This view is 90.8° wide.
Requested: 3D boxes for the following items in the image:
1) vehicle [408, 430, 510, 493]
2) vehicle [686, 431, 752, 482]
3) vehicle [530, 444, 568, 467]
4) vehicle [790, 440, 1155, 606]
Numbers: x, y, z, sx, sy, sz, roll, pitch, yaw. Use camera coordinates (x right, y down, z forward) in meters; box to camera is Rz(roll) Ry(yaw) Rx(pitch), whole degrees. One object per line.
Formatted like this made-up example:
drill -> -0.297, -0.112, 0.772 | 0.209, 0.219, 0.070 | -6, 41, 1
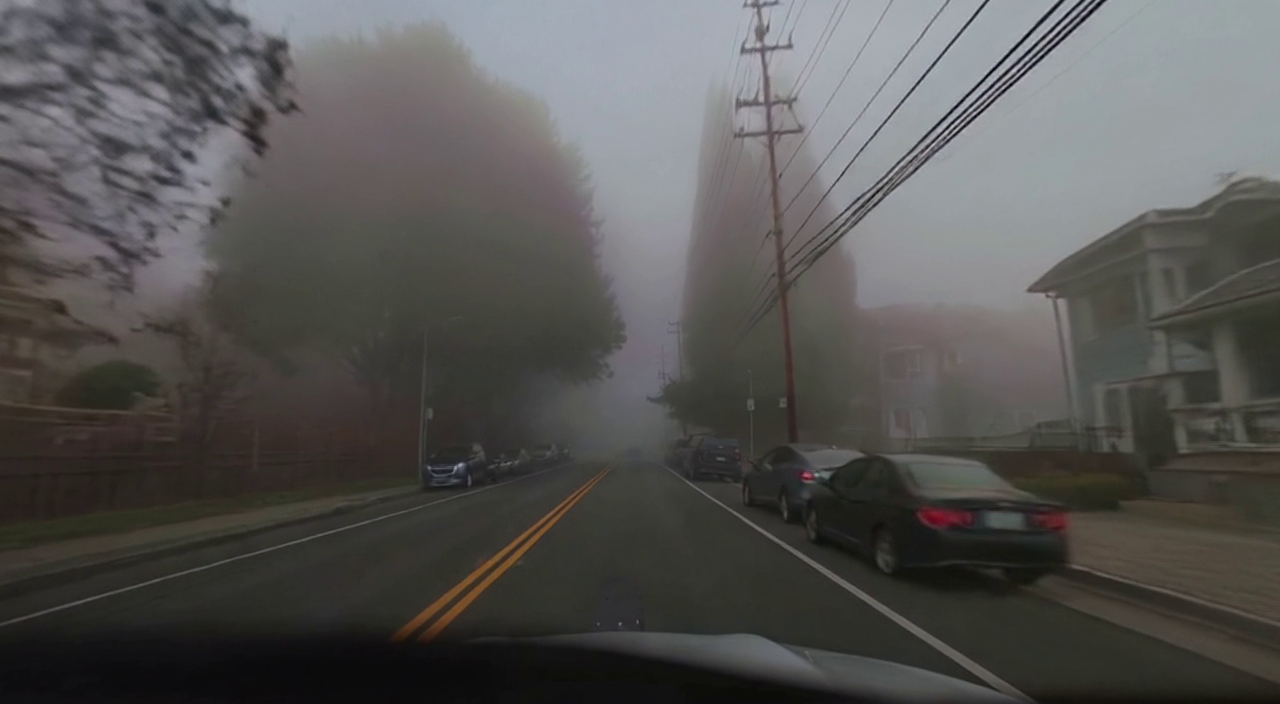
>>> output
vehicle -> -6.749, 4.092, 24.285 | 2.451, 2.099, 5.112 | -1, -7, -1
vehicle -> 3.229, 4.402, 26.965 | 2.065, 1.953, 5.359 | 0, -8, -1
vehicle -> -6.920, 7.938, 48.604 | 2.084, 1.573, 4.599 | -2, -7, 2
vehicle -> 3.347, 1.772, 7.589 | 1.967, 1.382, 4.361 | 0, -8, -1
